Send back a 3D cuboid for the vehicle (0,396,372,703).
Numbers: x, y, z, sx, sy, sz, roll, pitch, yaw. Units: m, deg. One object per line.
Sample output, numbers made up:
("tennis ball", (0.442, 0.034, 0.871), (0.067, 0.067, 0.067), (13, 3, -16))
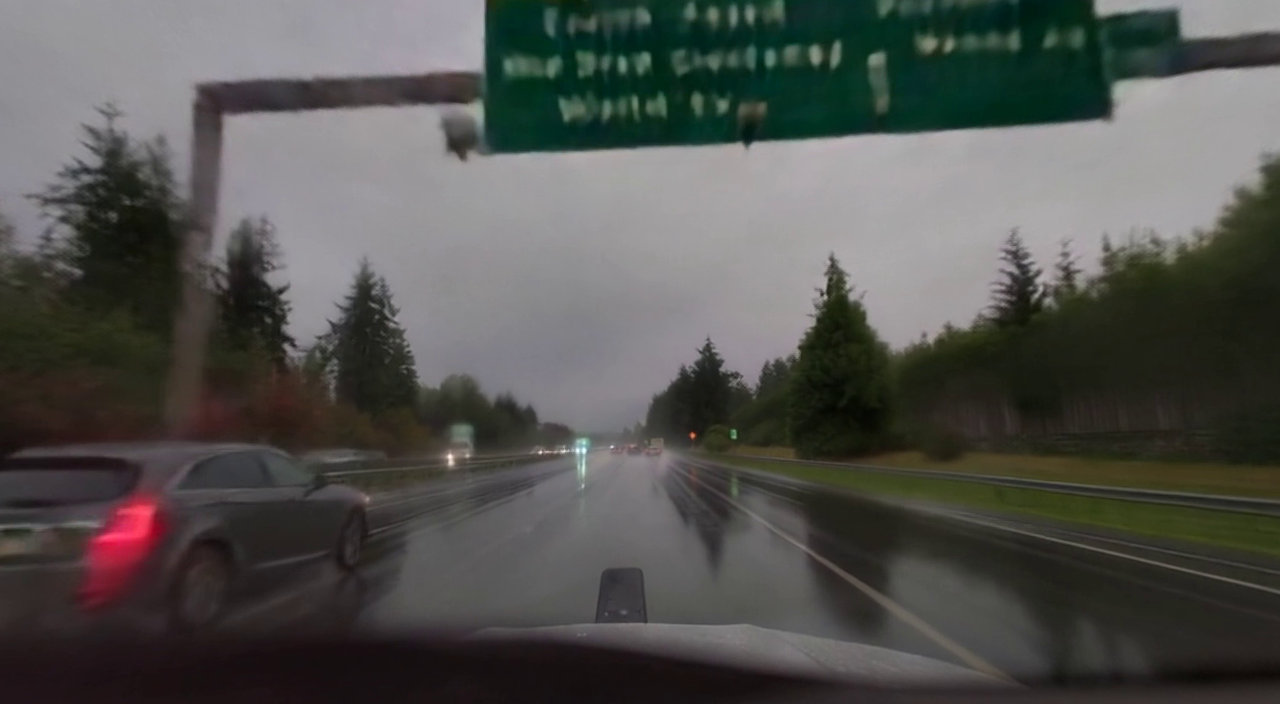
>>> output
("vehicle", (-4.047, 1.302, 5.034), (1.936, 1.545, 4.116), (0, -9, 1))
